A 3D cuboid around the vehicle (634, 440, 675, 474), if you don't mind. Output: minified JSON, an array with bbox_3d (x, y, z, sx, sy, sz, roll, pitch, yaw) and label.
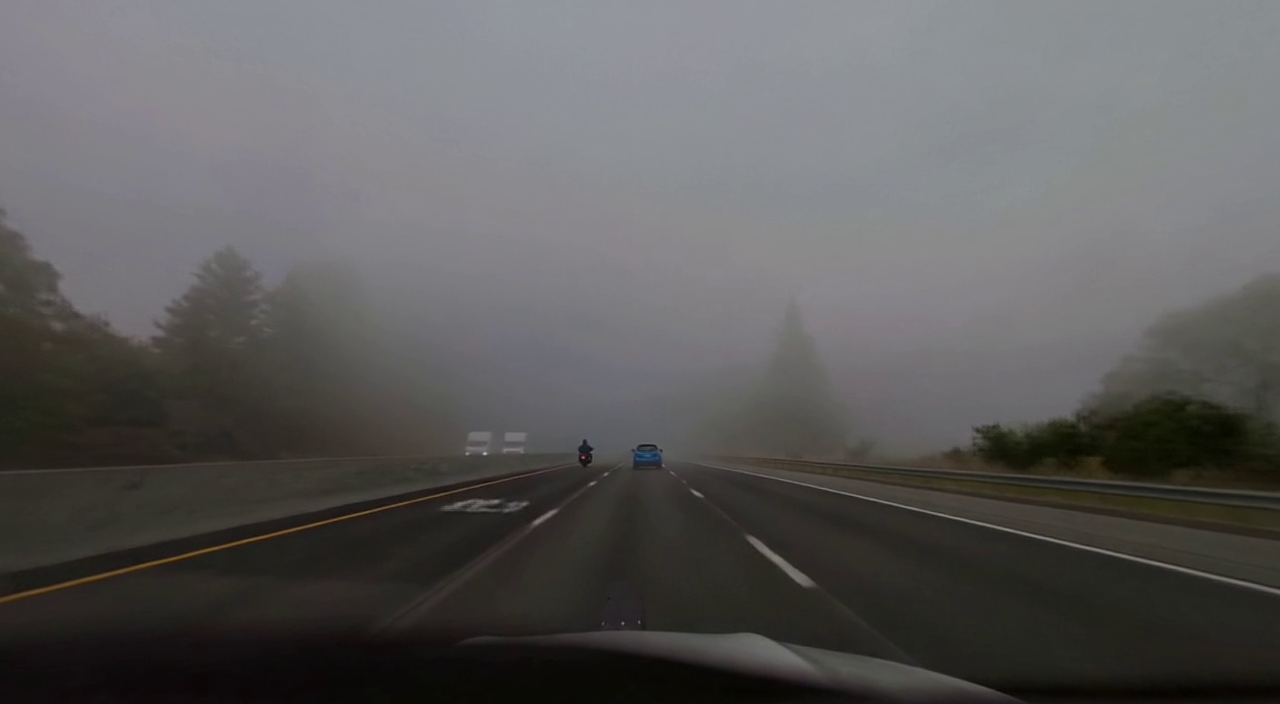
[{"bbox_3d":[0.802,6.083,36.572,2.247,1.825,4.036,-1,-9,1],"label":"vehicle"}]
